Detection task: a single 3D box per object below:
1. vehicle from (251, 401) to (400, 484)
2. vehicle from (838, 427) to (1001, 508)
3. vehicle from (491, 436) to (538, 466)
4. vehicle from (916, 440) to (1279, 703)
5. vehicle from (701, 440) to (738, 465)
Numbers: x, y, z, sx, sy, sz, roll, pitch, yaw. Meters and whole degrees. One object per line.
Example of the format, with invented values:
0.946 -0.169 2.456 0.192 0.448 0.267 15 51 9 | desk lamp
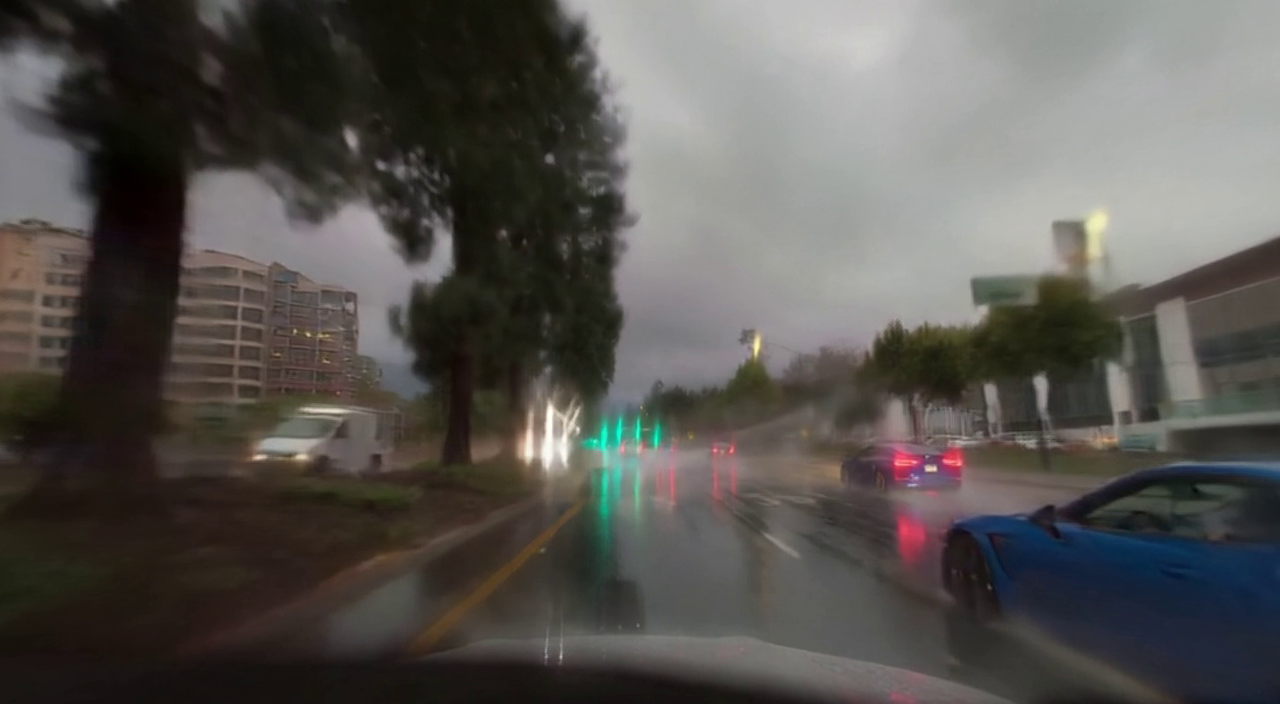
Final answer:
-11.081 3.307 23.020 2.300 2.636 5.986 0 -9 0 | vehicle
6.772 2.845 15.958 1.987 1.730 4.373 0 -9 -1 | vehicle
-7.815 6.201 39.695 2.106 1.768 4.552 0 -9 -1 | vehicle
3.426 1.150 3.288 1.990 1.347 4.388 0 -9 0 | vehicle
5.711 7.283 45.813 1.931 1.685 4.054 1 -9 -4 | vehicle
